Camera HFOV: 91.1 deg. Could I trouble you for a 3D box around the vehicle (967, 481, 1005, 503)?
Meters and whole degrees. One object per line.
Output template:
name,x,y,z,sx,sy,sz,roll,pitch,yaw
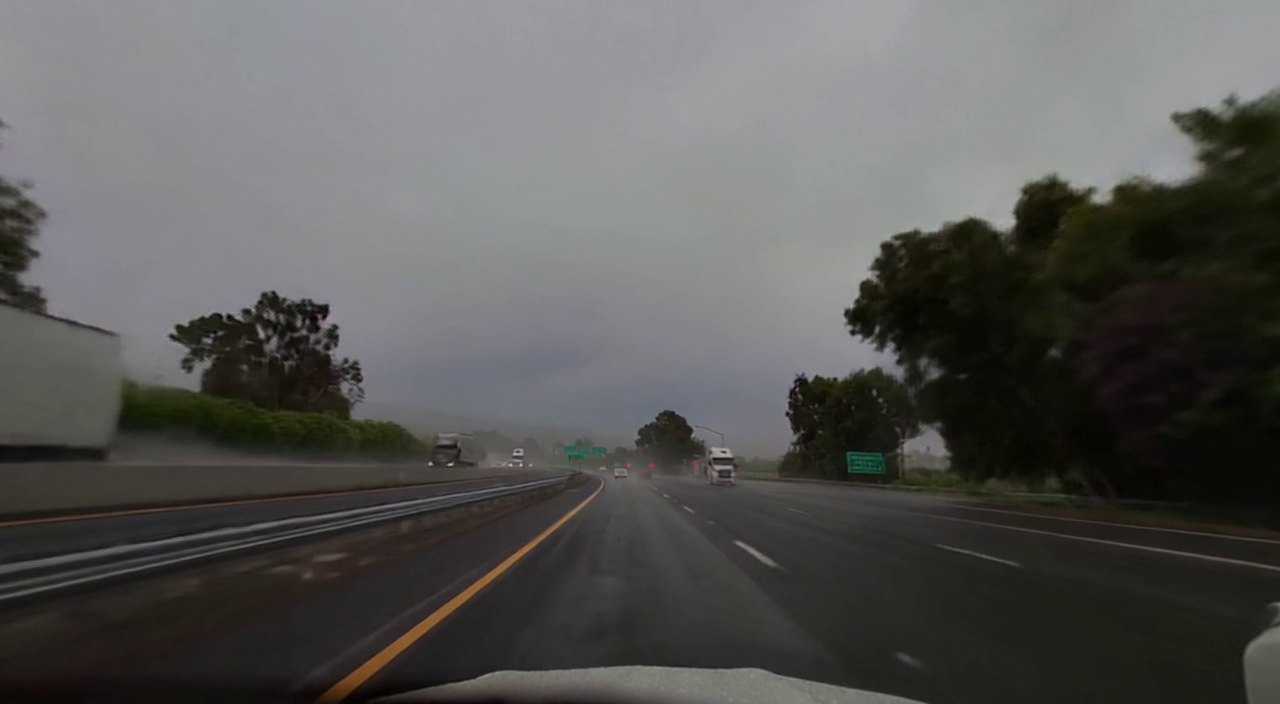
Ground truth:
vehicle,25.953,10.504,47.196,1.701,1.471,3.592,-2,-11,16

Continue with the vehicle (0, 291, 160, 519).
vehicle,-12.949,0.351,8.097,2.879,4.072,13.916,1,-10,-2
